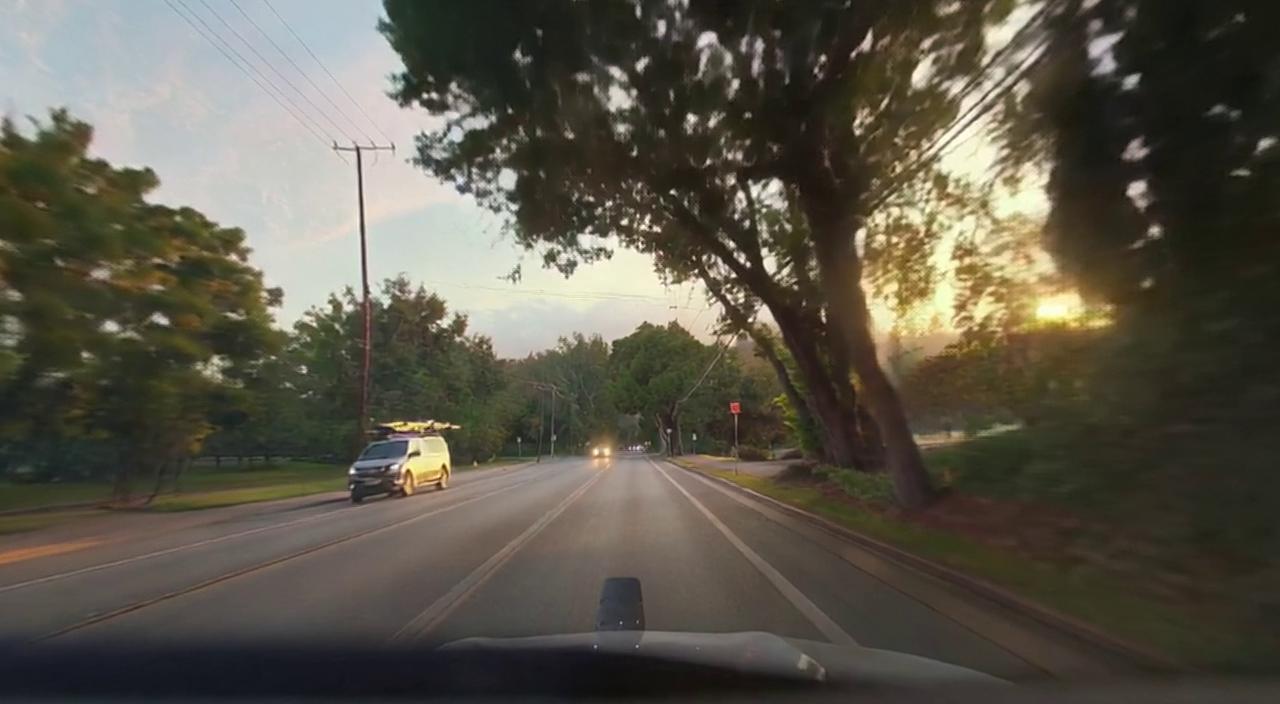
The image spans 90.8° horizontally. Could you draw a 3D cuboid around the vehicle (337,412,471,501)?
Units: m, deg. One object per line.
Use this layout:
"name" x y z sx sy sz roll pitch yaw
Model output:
"vehicle" -8.116 3.633 22.620 2.351 2.696 6.106 -1 -7 1
